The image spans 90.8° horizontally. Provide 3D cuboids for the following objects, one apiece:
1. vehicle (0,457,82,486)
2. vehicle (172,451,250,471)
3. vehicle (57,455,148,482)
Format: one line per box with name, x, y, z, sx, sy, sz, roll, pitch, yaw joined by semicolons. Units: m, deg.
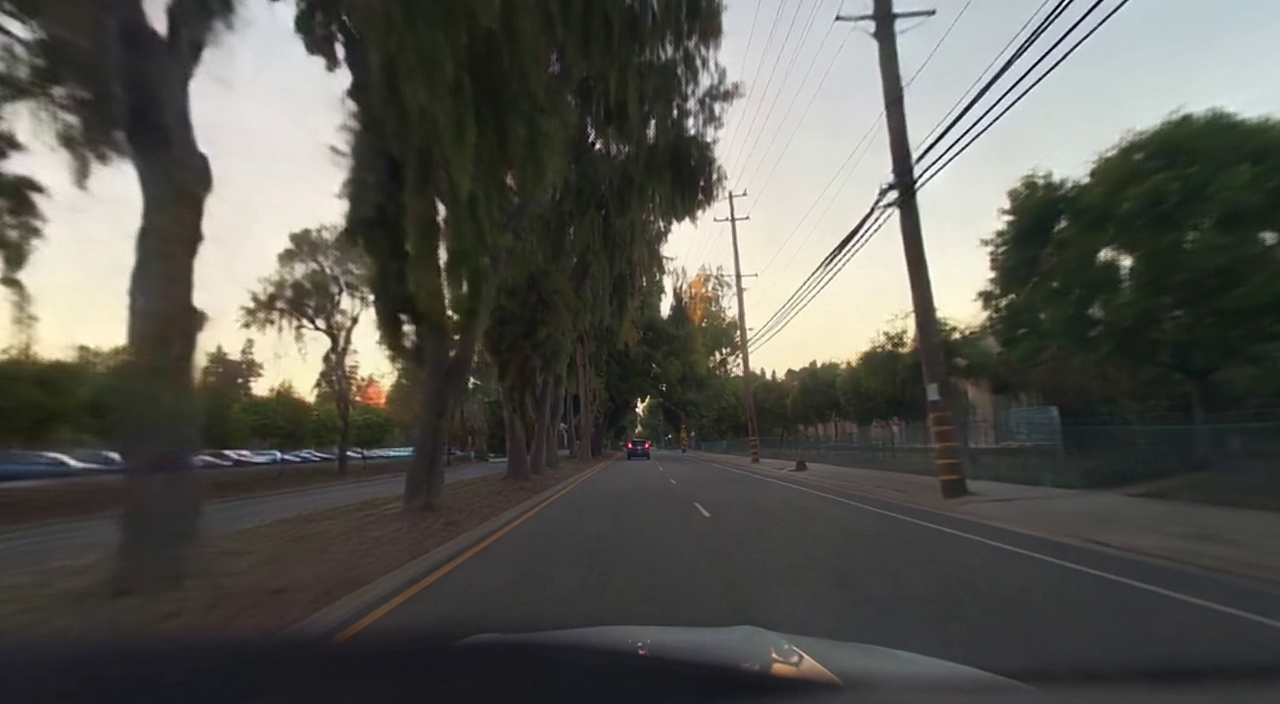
vehicle;-33.678;6.542;34.692;4.445;1.440;1.890;-1;-9;5
vehicle;-33.528;8.518;49.464;4.557;1.493;2.049;0;-8;0
vehicle;-33.540;7.247;39.480;3.967;1.373;1.853;-3;-7;-1
